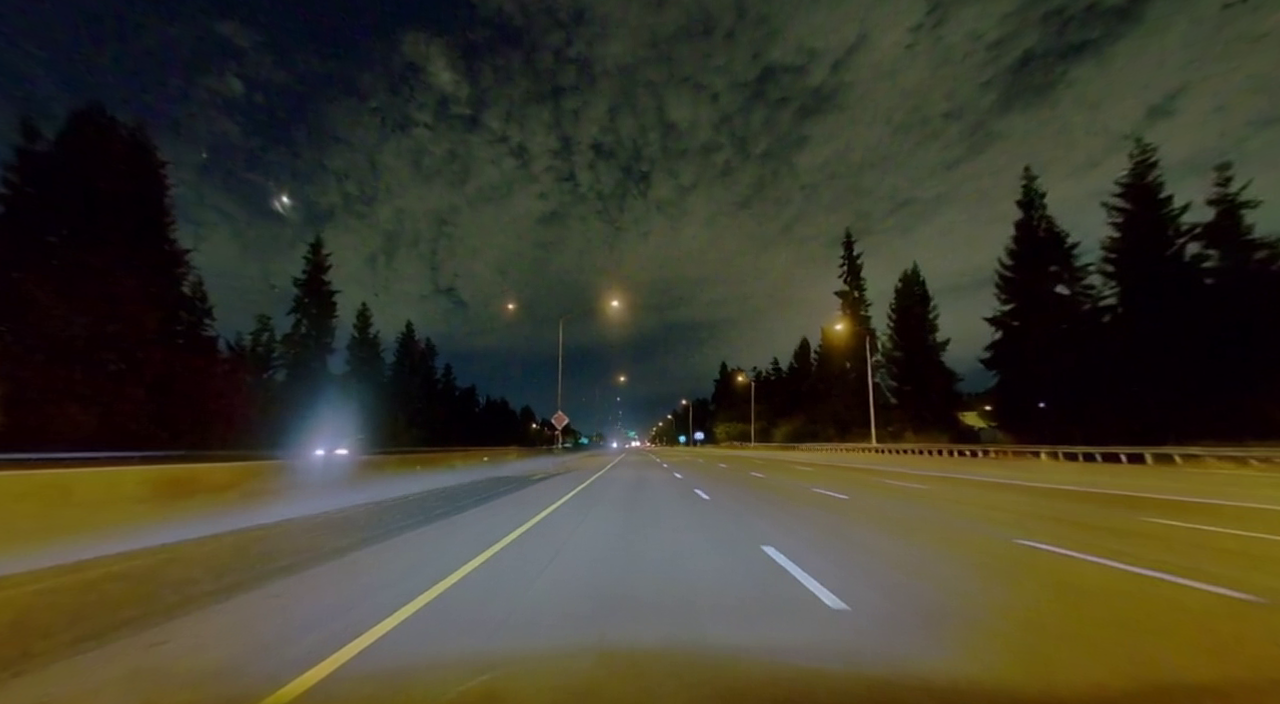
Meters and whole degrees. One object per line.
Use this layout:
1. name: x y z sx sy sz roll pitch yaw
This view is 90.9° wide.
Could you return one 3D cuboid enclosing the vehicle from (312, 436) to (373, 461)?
1. vehicle: -22.128 7.185 47.116 2.215 1.729 4.730 0 -8 0
